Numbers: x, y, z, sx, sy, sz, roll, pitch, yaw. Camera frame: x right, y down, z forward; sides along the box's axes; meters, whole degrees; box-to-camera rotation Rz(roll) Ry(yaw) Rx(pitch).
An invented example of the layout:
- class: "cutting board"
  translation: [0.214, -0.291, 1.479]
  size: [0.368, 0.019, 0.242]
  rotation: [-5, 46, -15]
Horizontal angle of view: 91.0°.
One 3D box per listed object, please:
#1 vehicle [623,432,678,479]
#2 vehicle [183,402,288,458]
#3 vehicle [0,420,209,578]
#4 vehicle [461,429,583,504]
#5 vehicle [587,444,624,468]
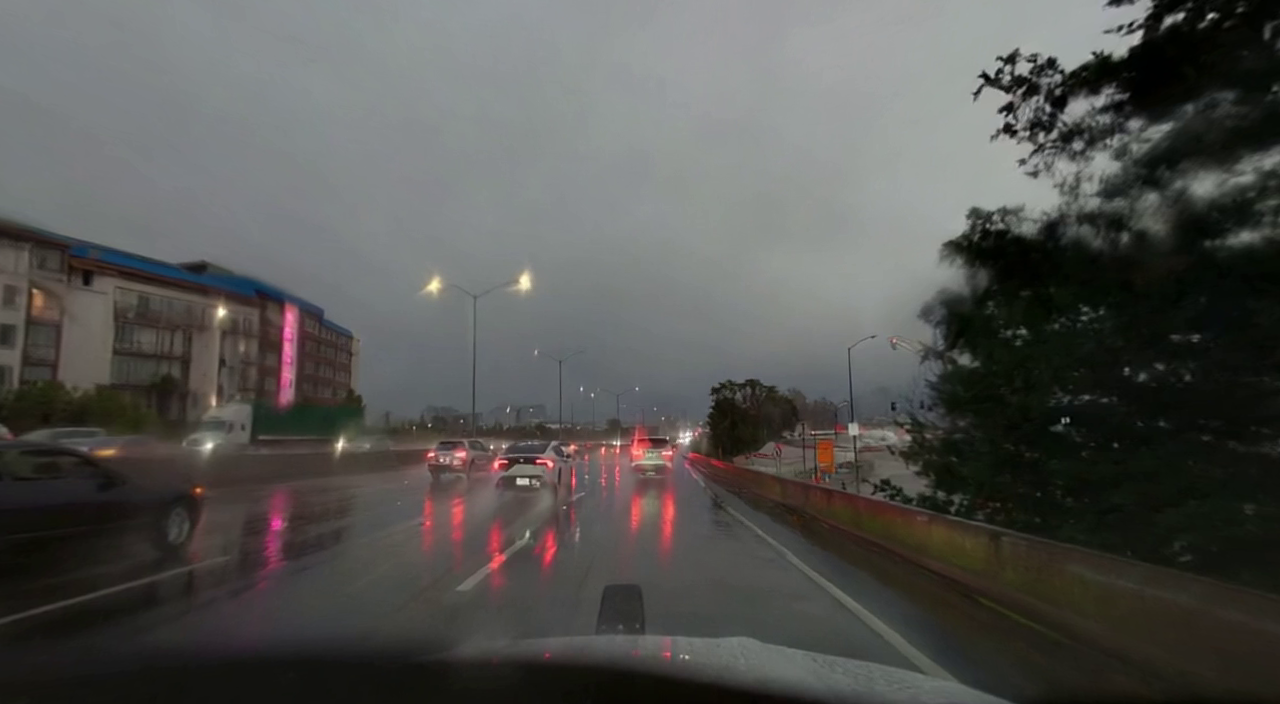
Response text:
- class: "vehicle"
  translation: [0.474, 4.266, 26.245]
  size: [2.116, 1.763, 4.352]
  rotation: [0, -8, 2]
- class: "vehicle"
  translation: [-29.497, 5.813, 46.383]
  size: [2.979, 3.846, 6.663]
  rotation: [0, -8, 2]
- class: "vehicle"
  translation: [-7.022, 1.459, 6.463]
  size: [1.959, 1.486, 4.460]
  rotation: [0, -8, 1]
- class: "vehicle"
  translation: [-2.863, 2.917, 16.481]
  size: [2.109, 1.657, 4.554]
  rotation: [0, -8, 2]
- class: "vehicle"
  translation: [-2.268, 6.957, 42.316]
  size: [2.029, 1.497, 3.960]
  rotation: [0, -8, 4]
